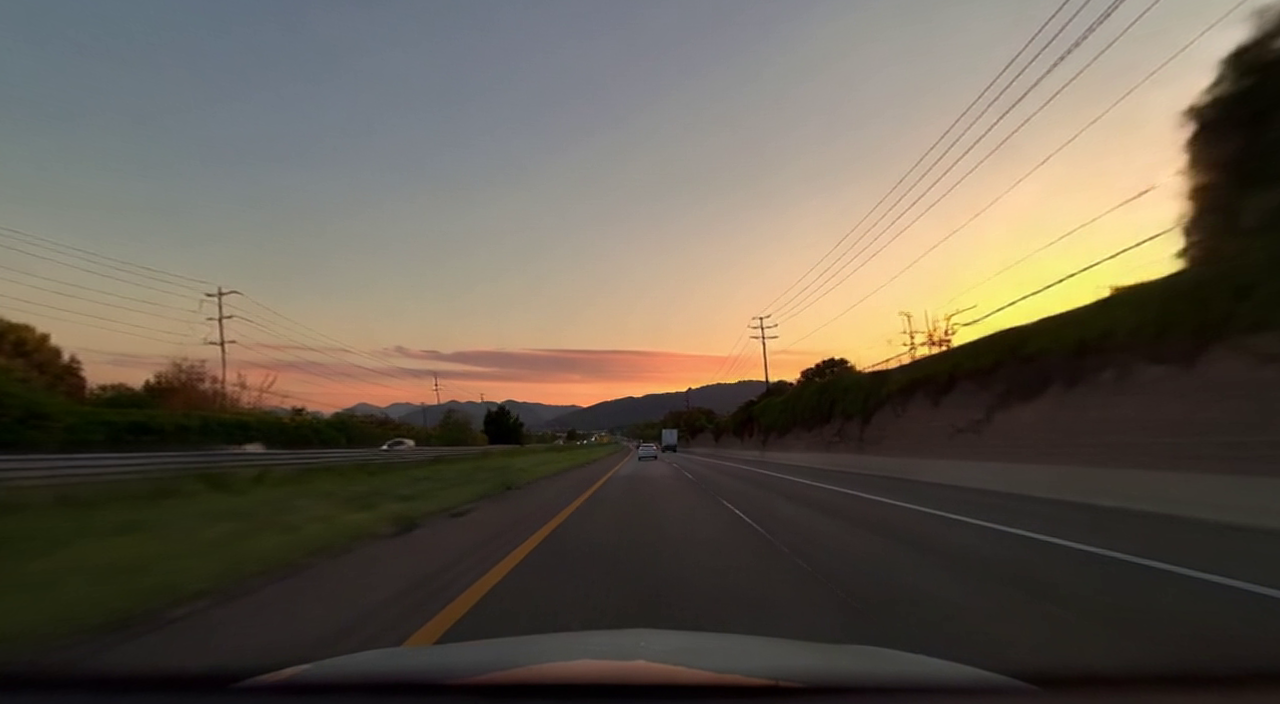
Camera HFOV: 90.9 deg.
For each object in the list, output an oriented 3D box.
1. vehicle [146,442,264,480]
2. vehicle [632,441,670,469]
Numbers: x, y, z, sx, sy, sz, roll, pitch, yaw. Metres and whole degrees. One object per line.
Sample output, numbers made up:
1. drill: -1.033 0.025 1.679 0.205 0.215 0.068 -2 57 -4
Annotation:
1. vehicle: -20.291 5.086 29.760 2.020 1.614 4.862 -1 -9 1
2. vehicle: 0.652 6.235 38.238 2.192 1.556 4.132 -1 -9 1
